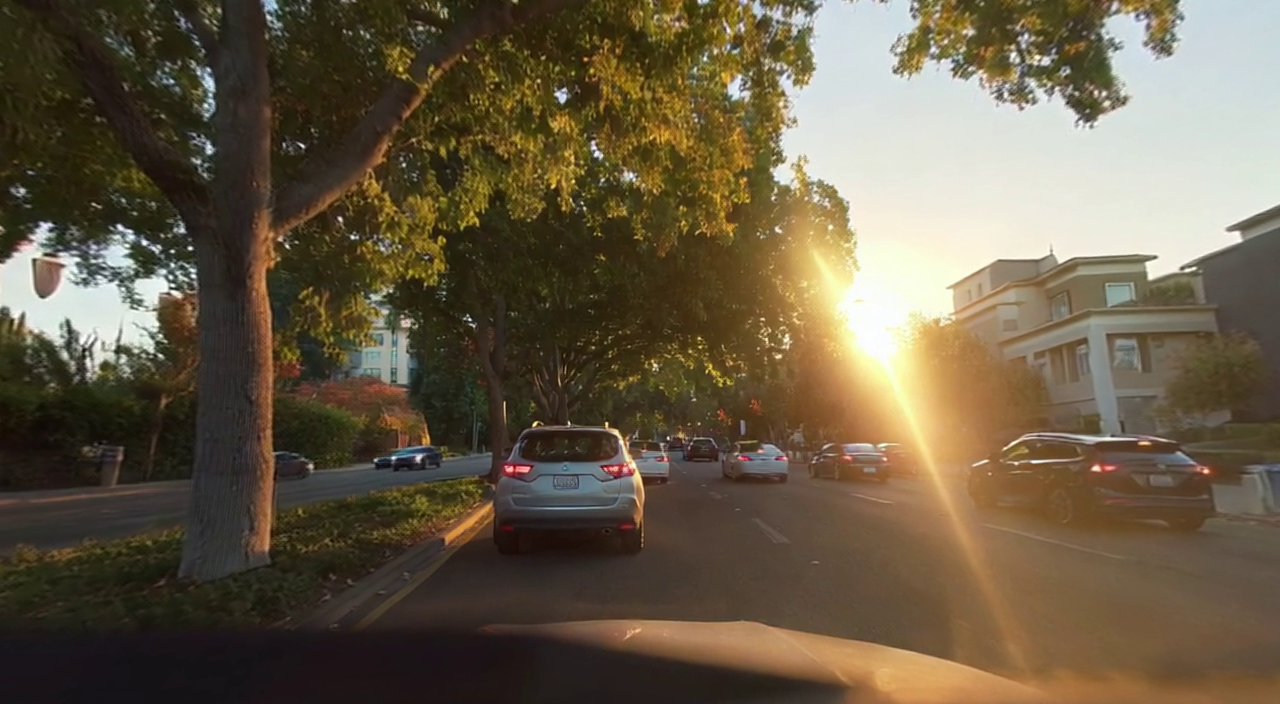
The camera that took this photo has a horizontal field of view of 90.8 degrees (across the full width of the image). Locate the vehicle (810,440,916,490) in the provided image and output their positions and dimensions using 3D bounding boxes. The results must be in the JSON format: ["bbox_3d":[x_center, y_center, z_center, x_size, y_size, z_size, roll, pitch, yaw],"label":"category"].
[{"bbox_3d":[7.276,3.699,21.103,1.977,1.485,4.308,0,-8,0],"label":"vehicle"}]

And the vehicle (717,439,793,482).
[{"bbox_3d":[4.257,4.086,24.193,2.175,1.477,4.520,0,-8,2],"label":"vehicle"}]

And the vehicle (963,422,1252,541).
[{"bbox_3d":[7.974,2.220,11.481,2.168,1.709,4.289,-1,-8,5],"label":"vehicle"}]

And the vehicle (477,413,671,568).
[{"bbox_3d":[-0.872,1.786,8.842,2.106,1.655,3.717,1,-8,-5],"label":"vehicle"}]

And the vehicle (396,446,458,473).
[{"bbox_3d":[-12.150,6.153,36.356,1.981,1.463,4.395,0,-8,1],"label":"vehicle"}]

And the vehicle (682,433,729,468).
[{"bbox_3d":[3.687,5.680,36.475,2.114,1.846,4.659,0,-8,-1],"label":"vehicle"}]

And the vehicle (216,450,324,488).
[{"bbox_3d":[-15.848,4.998,27.389,1.900,1.467,4.609,0,-8,0],"label":"vehicle"}]
